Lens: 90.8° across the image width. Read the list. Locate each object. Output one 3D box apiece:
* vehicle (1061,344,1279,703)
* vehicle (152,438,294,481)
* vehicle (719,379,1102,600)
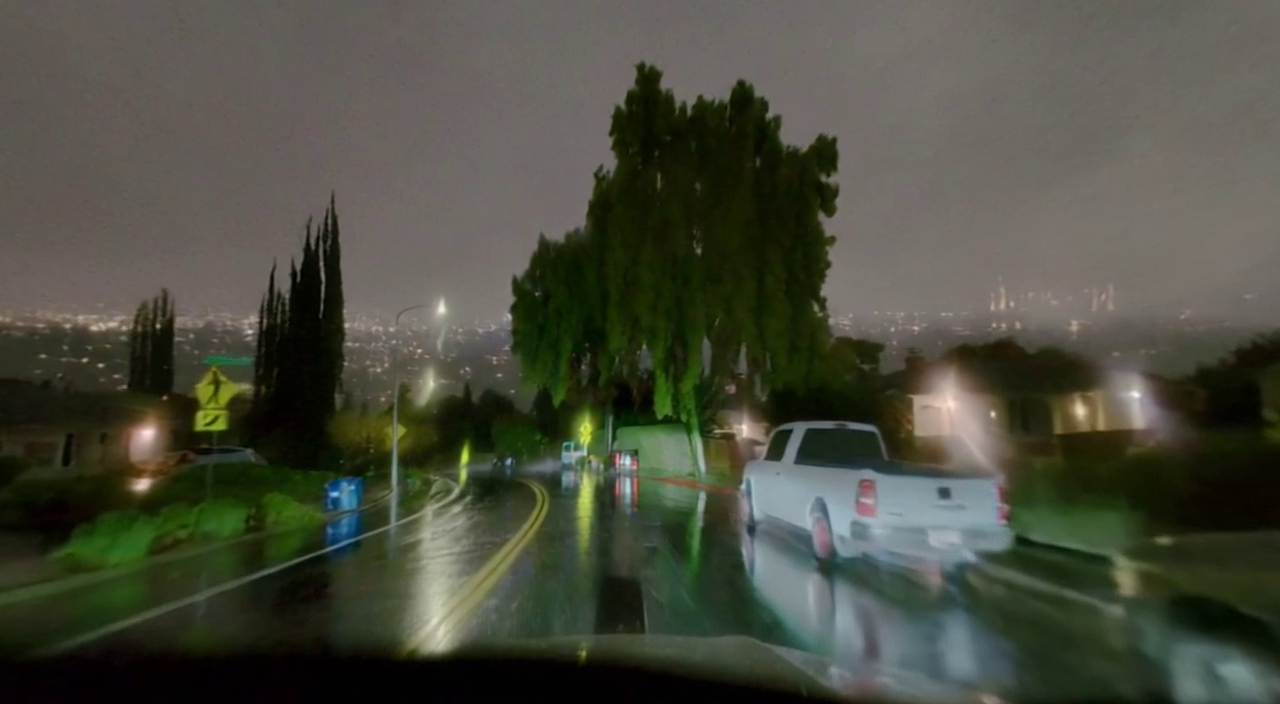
[{"bbox_3d":[3.069,0.590,0.666,1.965,1.663,4.744,0,-9,0],"label":"vehicle"},{"bbox_3d":[-17.375,4.479,26.543,4.464,1.681,1.906,2,-9,-14],"label":"vehicle"},{"bbox_3d":[2.657,1.580,8.140,2.180,1.849,5.423,0,-9,-4],"label":"vehicle"}]
